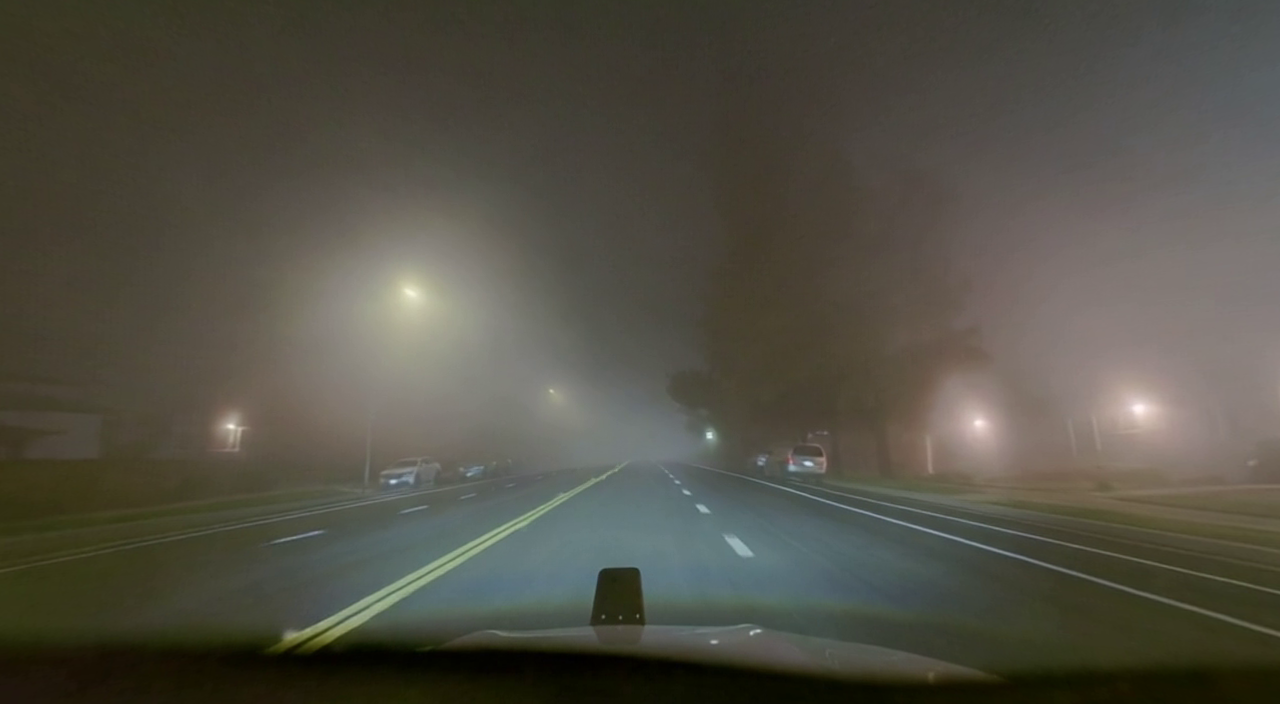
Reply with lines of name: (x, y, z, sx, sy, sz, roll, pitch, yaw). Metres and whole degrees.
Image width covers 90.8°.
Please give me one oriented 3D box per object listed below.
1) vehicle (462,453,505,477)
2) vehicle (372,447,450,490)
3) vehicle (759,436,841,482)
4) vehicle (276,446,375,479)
vehicle: (-10.692, 7.721, 43.335, 1.838, 1.450, 4.317, 0, -8, 0)
vehicle: (-10.703, 5.438, 29.839, 1.996, 1.781, 4.139, -3, -9, 2)
vehicle: (7.443, 5.035, 30.156, 2.224, 1.956, 6.057, 0, -8, -1)
vehicle: (-18.447, 6.503, 37.244, 4.699, 1.853, 2.095, 0, -9, 2)
